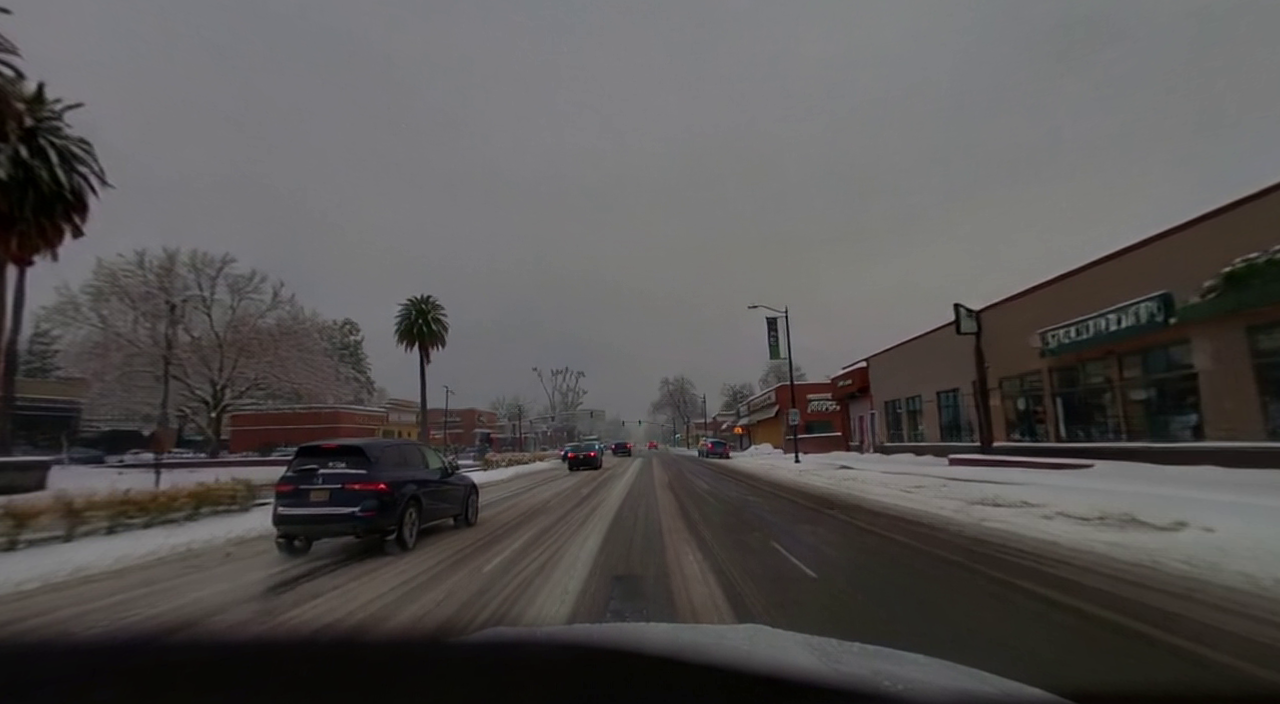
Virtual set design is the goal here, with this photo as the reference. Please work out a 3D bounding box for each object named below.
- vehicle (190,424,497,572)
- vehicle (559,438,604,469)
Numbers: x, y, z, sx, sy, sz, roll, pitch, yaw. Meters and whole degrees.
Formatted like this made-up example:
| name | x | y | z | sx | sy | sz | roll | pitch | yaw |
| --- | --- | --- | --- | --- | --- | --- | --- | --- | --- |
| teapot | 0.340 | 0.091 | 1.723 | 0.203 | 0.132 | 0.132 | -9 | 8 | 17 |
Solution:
| name | x | y | z | sx | sy | sz | roll | pitch | yaw |
| --- | --- | --- | --- | --- | --- | --- | --- | --- | --- |
| vehicle | -3.599 | 1.855 | 8.814 | 2.032 | 1.511 | 4.424 | 0 | -9 | 2 |
| vehicle | -3.257 | 5.775 | 35.886 | 2.024 | 1.636 | 4.121 | 0 | -9 | 1 |
